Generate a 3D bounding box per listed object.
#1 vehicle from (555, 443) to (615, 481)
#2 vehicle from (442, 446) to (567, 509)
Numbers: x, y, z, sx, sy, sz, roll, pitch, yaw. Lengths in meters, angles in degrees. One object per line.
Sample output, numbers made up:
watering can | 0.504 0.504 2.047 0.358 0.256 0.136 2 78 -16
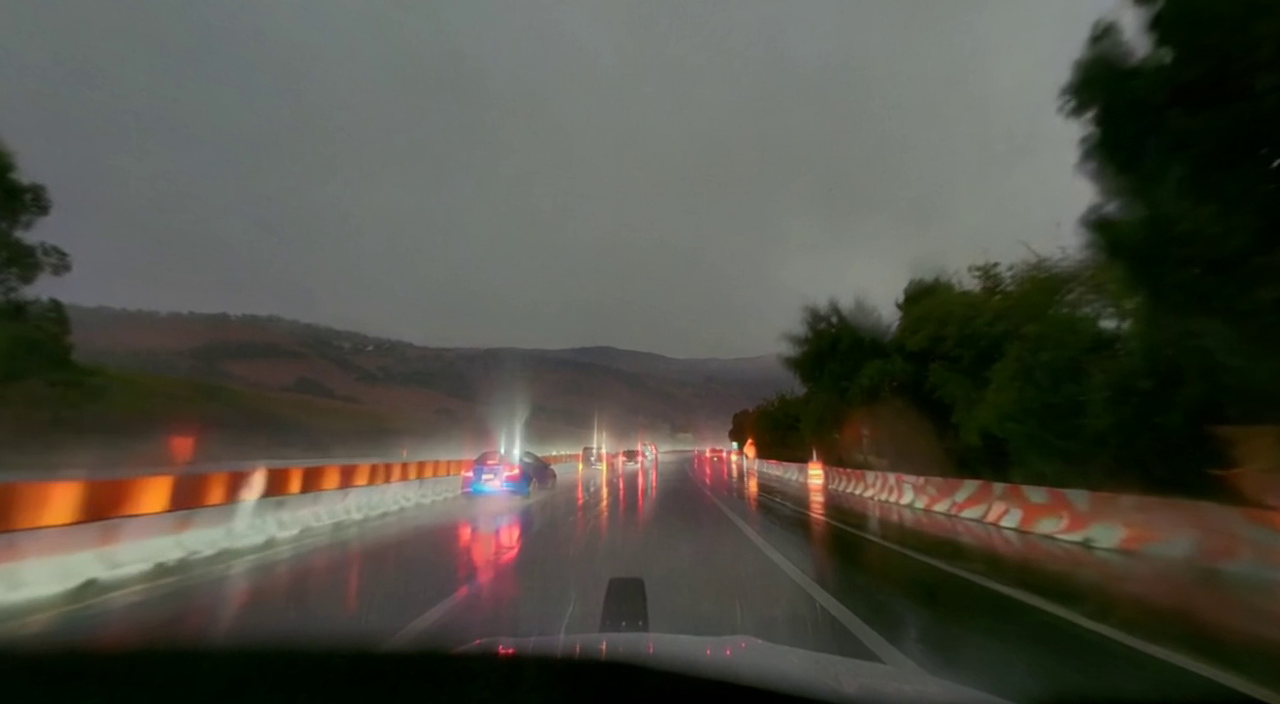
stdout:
vehicle | -2.315 4.808 27.723 2.094 1.480 4.124 -1 -9 3
vehicle | -3.112 2.982 15.378 2.061 1.330 3.928 -1 -9 2
